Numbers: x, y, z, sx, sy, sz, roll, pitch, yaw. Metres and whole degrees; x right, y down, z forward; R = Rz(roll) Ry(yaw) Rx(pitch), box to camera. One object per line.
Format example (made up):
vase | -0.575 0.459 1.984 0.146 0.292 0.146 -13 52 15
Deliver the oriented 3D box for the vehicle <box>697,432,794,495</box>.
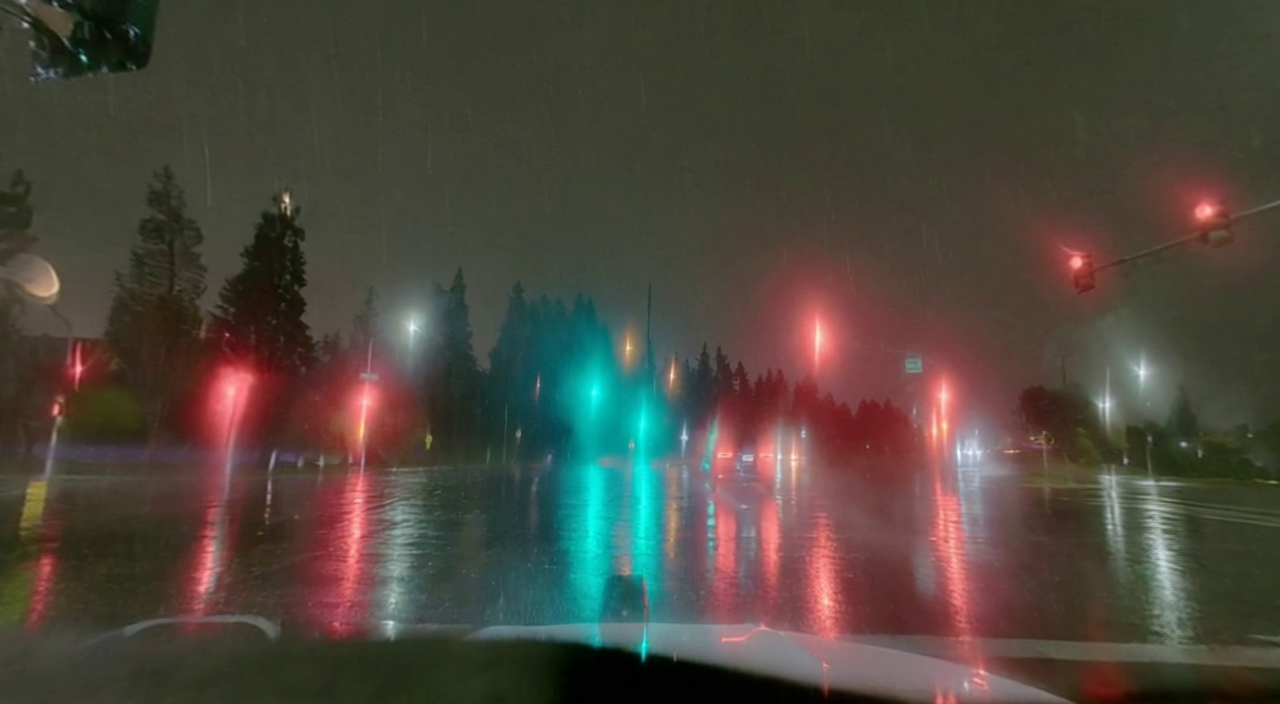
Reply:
vehicle | 3.073 3.371 19.477 2.150 1.706 4.754 0 -8 0
